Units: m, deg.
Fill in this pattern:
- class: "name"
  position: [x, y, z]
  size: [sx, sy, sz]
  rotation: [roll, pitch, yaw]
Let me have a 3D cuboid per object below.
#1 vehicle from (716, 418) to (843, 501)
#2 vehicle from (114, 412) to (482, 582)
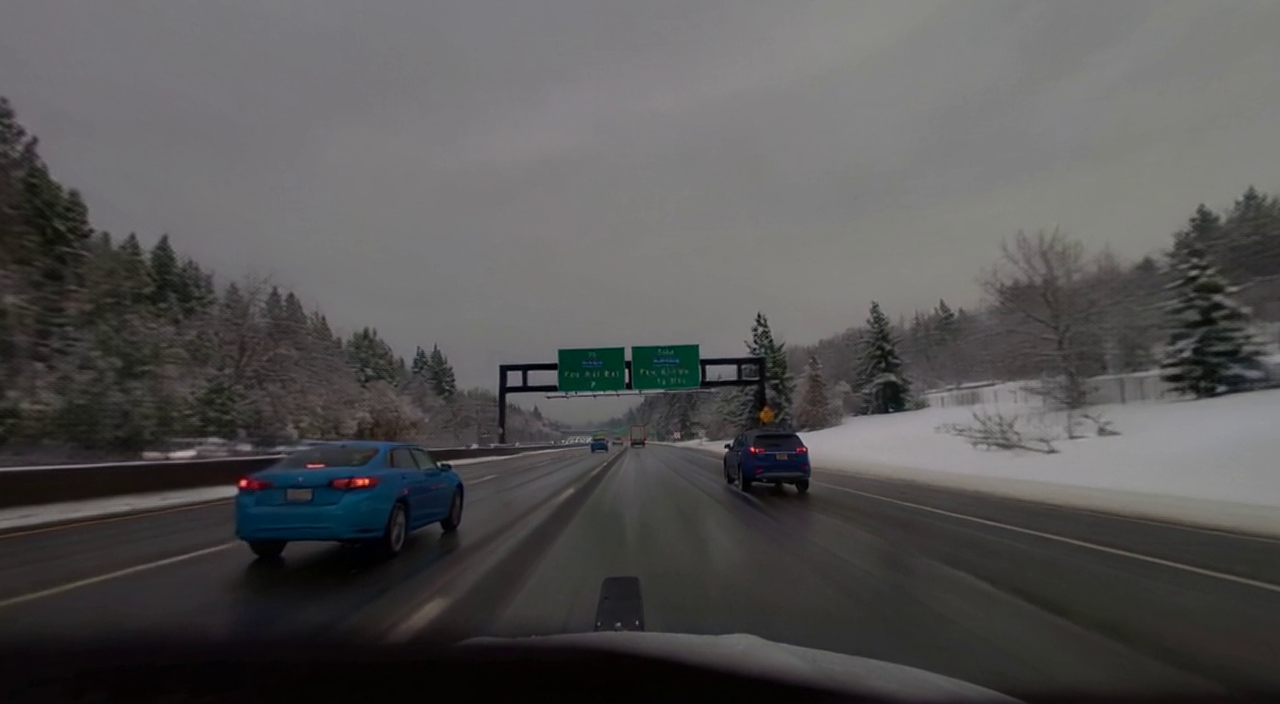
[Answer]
- class: "vehicle"
  position: [3.180, 2.563, 15.355]
  size: [2.053, 1.714, 4.097]
  rotation: [0, -9, -1]
- class: "vehicle"
  position: [-3.822, 1.731, 8.434]
  size: [2.118, 1.573, 4.940]
  rotation: [0, -9, 0]
